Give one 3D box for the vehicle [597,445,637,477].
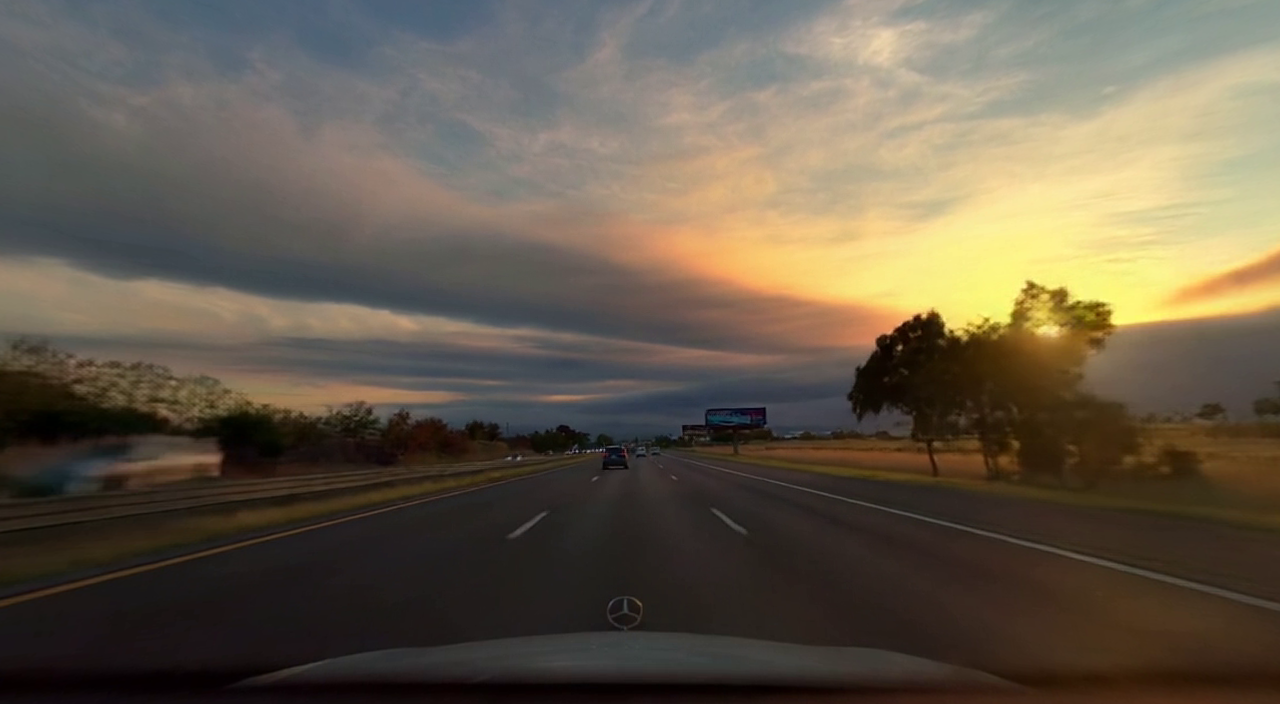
[{"bbox_3d":[-1.136,5.643,32.770,1.916,1.494,4.335,0,-9,0],"label":"vehicle"}]
